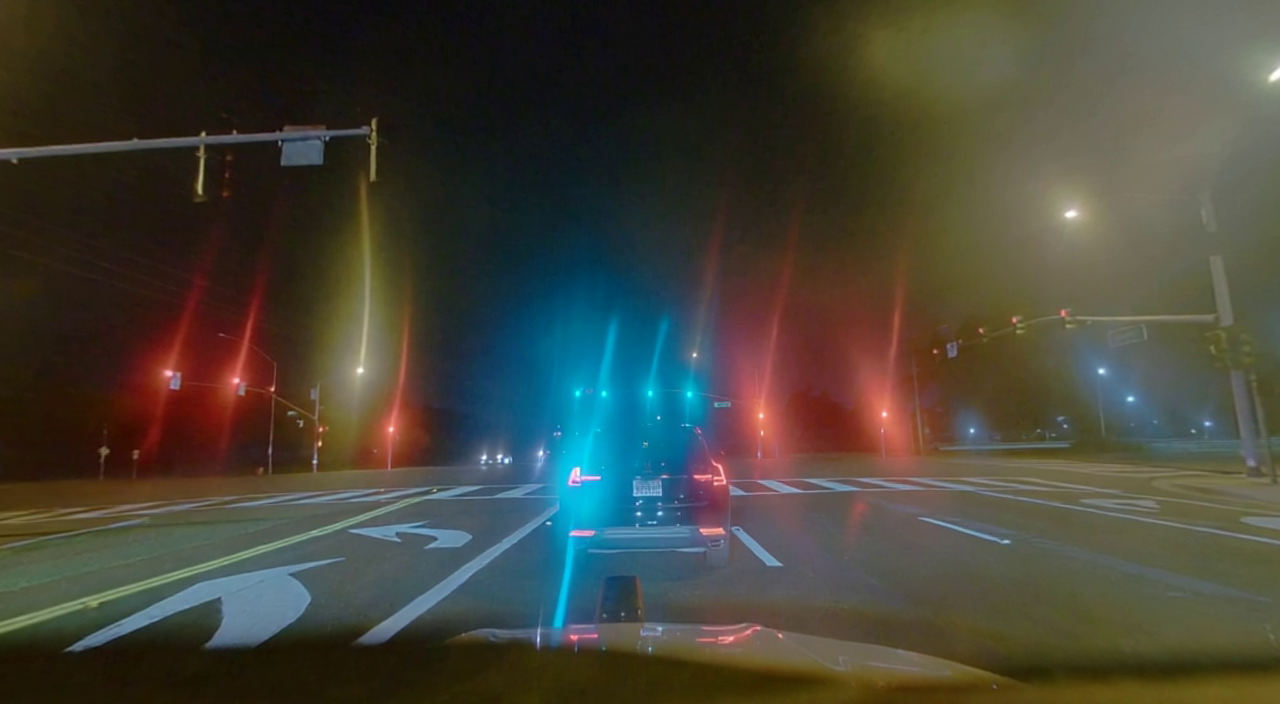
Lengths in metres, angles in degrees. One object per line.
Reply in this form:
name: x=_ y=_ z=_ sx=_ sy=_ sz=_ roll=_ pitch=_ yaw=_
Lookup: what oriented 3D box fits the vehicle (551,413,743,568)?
vehicle: x=0.037 y=1.755 z=8.715 sx=2.027 sy=1.626 sz=3.942 roll=0 pitch=-8 yaw=-1
